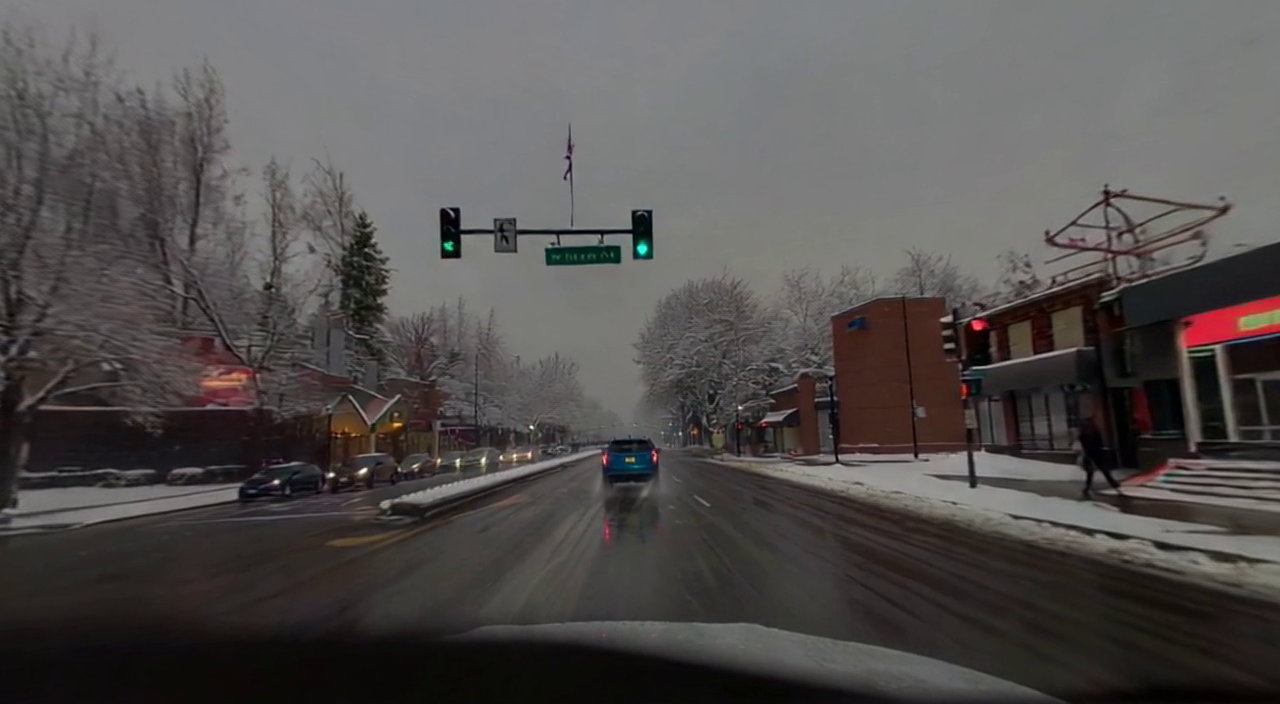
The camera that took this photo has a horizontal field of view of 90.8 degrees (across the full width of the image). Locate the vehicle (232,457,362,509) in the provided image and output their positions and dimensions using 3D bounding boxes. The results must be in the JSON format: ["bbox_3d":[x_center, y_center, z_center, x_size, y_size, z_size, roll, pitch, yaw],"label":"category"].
[{"bbox_3d":[-11.538,4.393,21.657,1.972,1.475,4.381,0,-8,0],"label":"vehicle"}]

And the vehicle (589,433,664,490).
[{"bbox_3d":[-0.429,3.815,22.368,2.382,1.796,4.610,0,-8,0],"label":"vehicle"}]

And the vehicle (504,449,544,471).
[{"bbox_3d":[-8.377,7.817,45.925,2.029,1.478,4.367,0,-8,0],"label":"vehicle"}]

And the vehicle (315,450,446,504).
[{"bbox_3d":[-8.093,3.918,20.293,2.152,1.468,4.737,-1,-8,1],"label":"vehicle"}]

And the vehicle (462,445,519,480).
[{"bbox_3d":[-8.108,6.013,34.649,2.109,1.628,4.108,-4,-9,-1],"label":"vehicle"}]
